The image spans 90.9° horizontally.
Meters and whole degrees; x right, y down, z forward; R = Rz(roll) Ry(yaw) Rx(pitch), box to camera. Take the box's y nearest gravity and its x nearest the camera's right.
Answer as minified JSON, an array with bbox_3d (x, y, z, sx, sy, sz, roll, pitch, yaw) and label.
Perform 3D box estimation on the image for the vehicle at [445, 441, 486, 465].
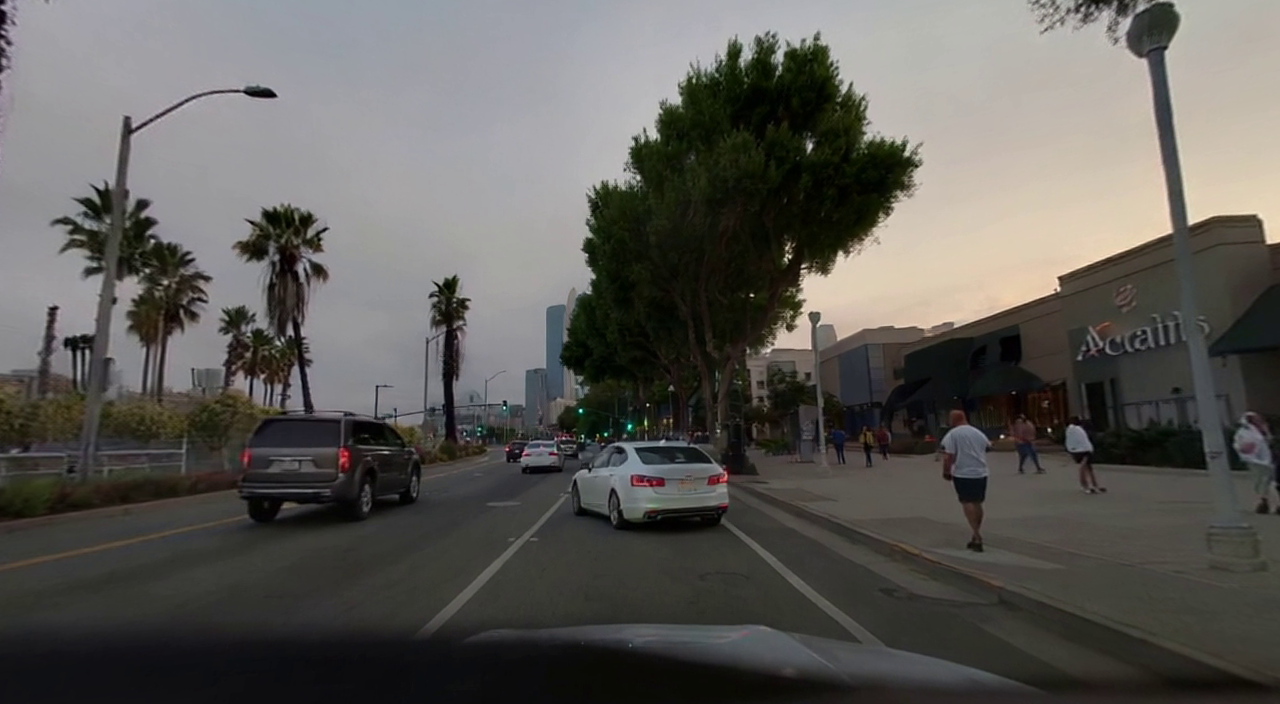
[{"bbox_3d":[-12.029,6.954,43.605,1.930,1.583,4.423,0,-9,-5],"label":"vehicle"}]

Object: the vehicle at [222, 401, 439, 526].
[{"bbox_3d":[-6.026,2.261,13.277,2.164,2.047,5.455,0,-9,-5],"label":"vehicle"}]

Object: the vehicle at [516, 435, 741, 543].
[{"bbox_3d":[-0.469,2.265,11.214,1.930,1.477,4.657,5,-10,-30],"label":"vehicle"}]
